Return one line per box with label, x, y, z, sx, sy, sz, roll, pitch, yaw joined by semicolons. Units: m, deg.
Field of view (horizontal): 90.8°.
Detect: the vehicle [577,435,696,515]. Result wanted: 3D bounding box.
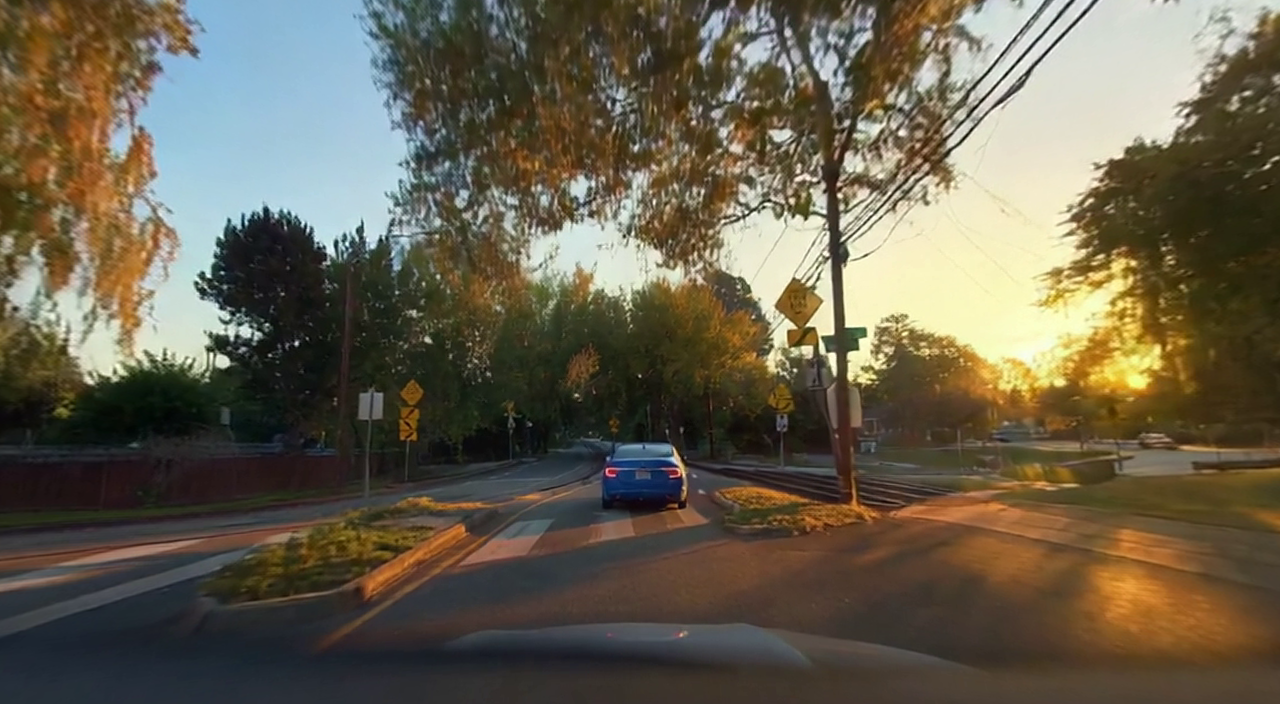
vehicle;0.033;2.681;14.419;2.295;1.510;4.364;0;-8;3
